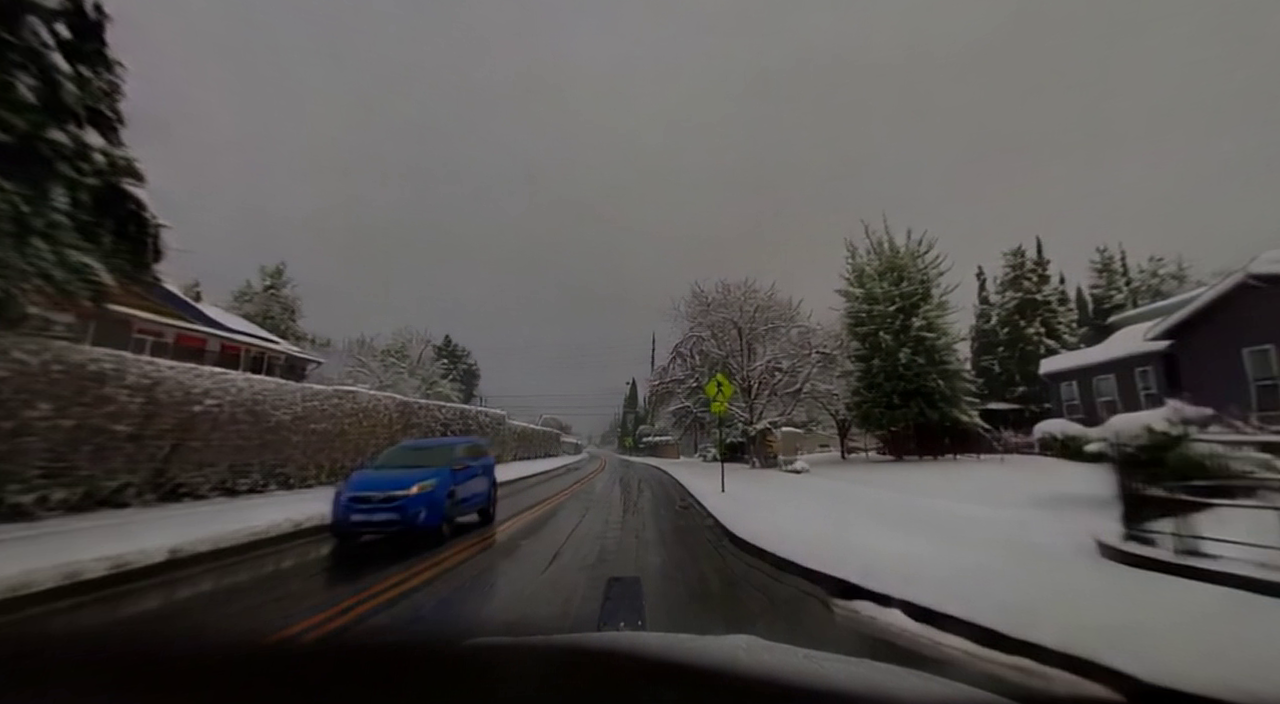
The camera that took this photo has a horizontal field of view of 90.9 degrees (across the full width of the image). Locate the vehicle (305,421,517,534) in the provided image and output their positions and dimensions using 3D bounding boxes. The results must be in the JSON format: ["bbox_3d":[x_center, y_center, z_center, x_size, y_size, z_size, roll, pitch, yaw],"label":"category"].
[{"bbox_3d":[-3.831,2.203,11.566,2.036,1.657,4.391,-1,-9,3],"label":"vehicle"}]
